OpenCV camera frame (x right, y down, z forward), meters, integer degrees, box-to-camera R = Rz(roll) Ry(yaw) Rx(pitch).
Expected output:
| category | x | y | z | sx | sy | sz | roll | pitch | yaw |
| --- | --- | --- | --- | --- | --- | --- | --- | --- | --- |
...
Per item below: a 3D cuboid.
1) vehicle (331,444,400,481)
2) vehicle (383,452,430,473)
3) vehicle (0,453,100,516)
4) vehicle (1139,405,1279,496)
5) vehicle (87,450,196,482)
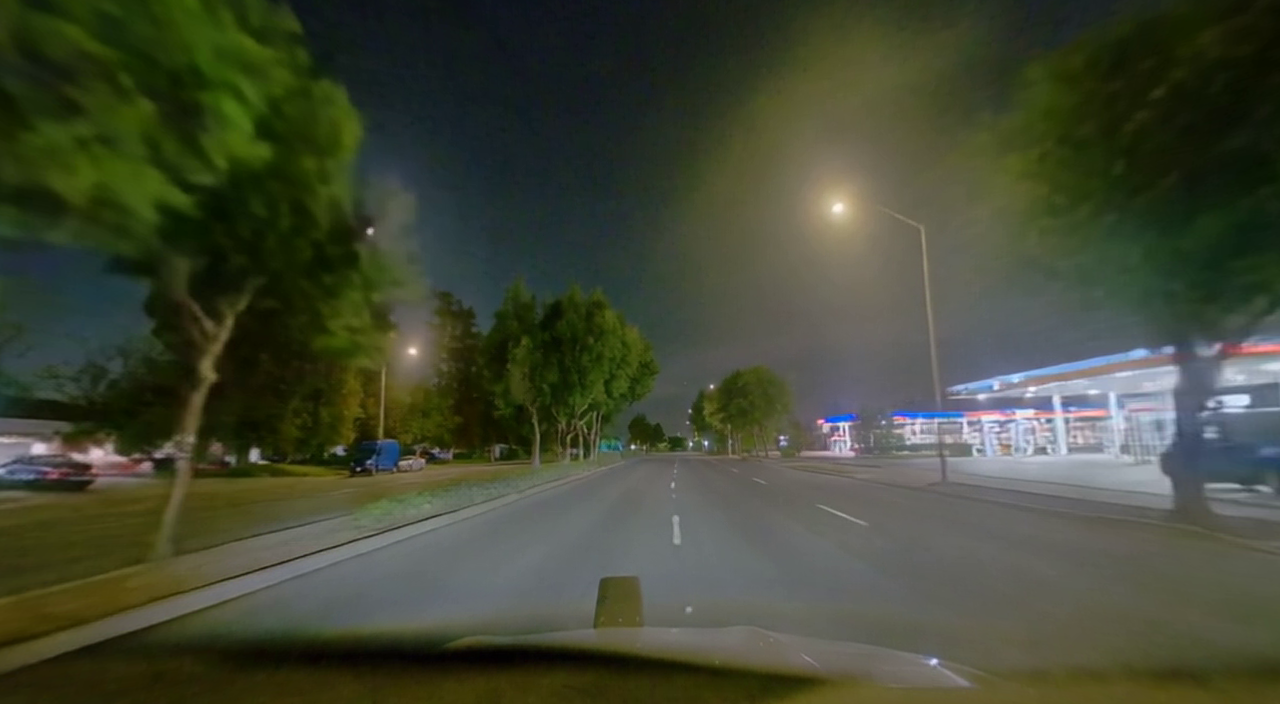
| category | x | y | z | sx | sy | sz | roll | pitch | yaw |
| --- | --- | --- | --- | --- | --- | --- | --- | --- | --- |
| vehicle | -18.541 | 7.431 | 42.959 | 2.216 | 2.161 | 5.522 | -3 | -8 | 1 |
| vehicle | -18.128 | 8.598 | 49.332 | 1.829 | 1.462 | 4.463 | -1 | -9 | 2 |
| vehicle | -19.548 | 3.986 | 19.149 | 1.988 | 1.785 | 4.802 | -1 | -9 | 2 |
| vehicle | 14.453 | 2.249 | 14.500 | 2.108 | 1.877 | 4.807 | -1 | -9 | 2 |
| vehicle | -27.780 | 6.341 | 35.323 | 4.336 | 1.654 | 2.062 | 0 | -9 | 1 |
